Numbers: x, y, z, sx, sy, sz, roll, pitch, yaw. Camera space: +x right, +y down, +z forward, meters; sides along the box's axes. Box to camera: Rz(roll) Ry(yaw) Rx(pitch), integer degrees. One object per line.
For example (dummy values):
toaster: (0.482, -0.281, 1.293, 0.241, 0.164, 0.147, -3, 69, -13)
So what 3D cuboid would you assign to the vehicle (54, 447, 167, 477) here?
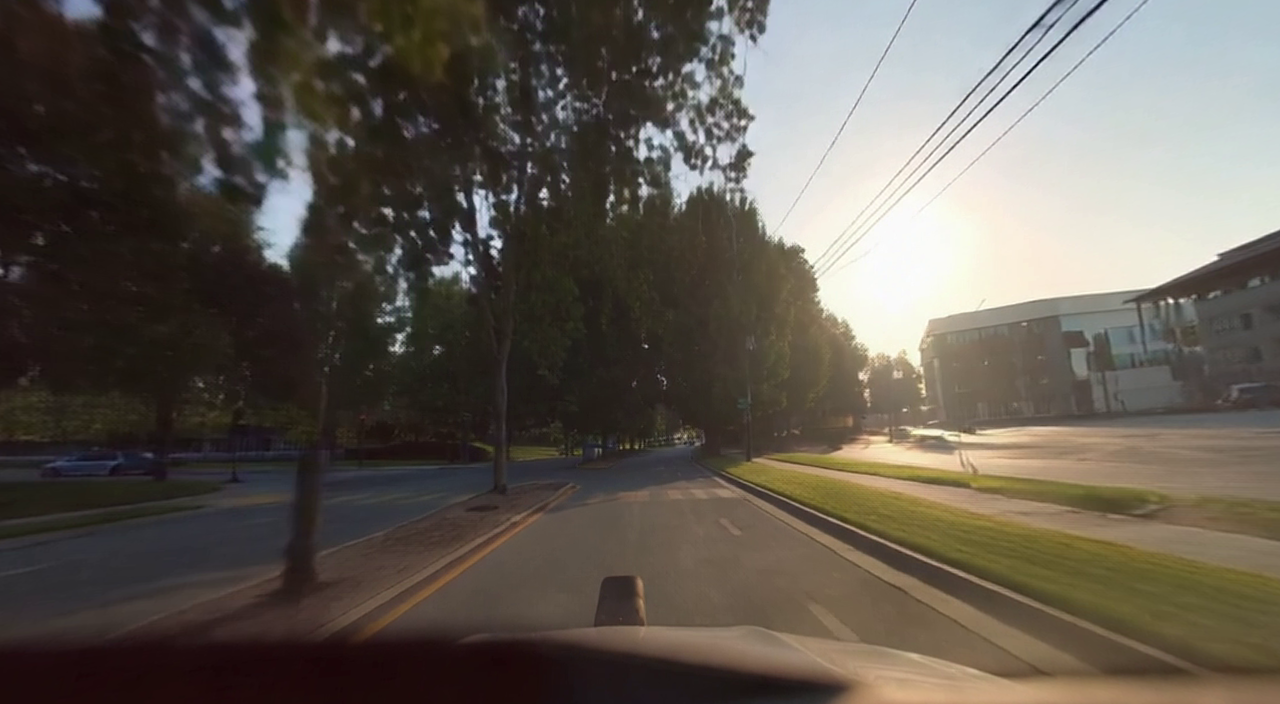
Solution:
vehicle: (-28.345, 5.881, 33.897, 4.340, 1.466, 1.938, -1, -8, 1)
